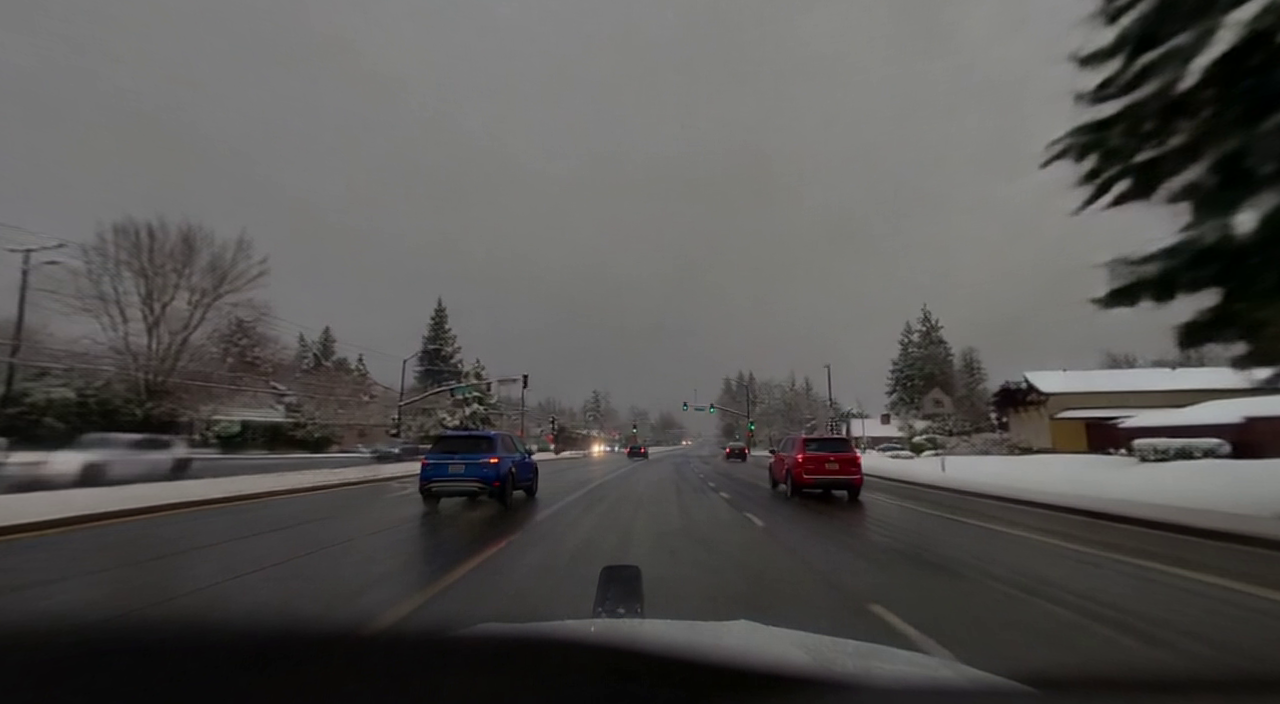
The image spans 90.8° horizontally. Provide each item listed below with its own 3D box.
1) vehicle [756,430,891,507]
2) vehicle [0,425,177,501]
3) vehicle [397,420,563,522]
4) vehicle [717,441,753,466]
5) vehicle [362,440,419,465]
[{"bbox_3d":[4.389,2.867,15.953,2.132,1.659,4.387,0,-9,0],"label":"vehicle"},{"bbox_3d":[-15.182,2.898,16.842,1.980,1.728,4.653,0,-9,2],"label":"vehicle"},{"bbox_3d":[-2.994,2.358,13.026,2.045,1.688,4.632,0,-9,2],"label":"vehicle"},{"bbox_3d":[6.690,7.165,44.827,2.169,1.669,4.037,0,-9,4],"label":"vehicle"},{"bbox_3d":[-17.493,7.052,44.566,1.914,1.669,4.429,-1,-9,5],"label":"vehicle"}]
